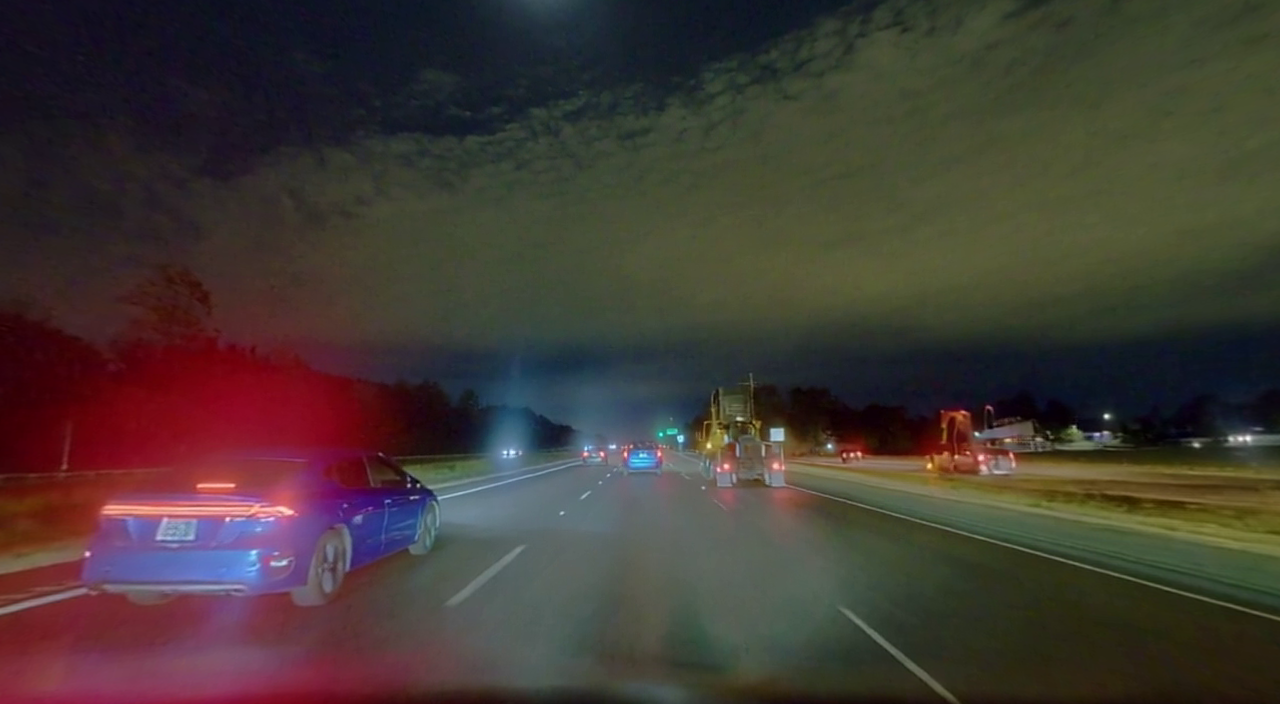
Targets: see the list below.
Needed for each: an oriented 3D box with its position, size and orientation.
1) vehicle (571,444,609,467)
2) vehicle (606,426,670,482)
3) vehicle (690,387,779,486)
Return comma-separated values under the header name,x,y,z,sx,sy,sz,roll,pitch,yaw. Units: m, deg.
name,x,y,z,sx,sy,sz,roll,pitch,yaw
vehicle,-3.233,6.832,41.826,2.096,1.469,4.319,0,-8,1
vehicle,-0.056,4.041,25.173,2.308,1.993,4.631,0,-8,1
vehicle,4.057,3.993,29.441,2.793,3.828,9.580,0,-8,1
